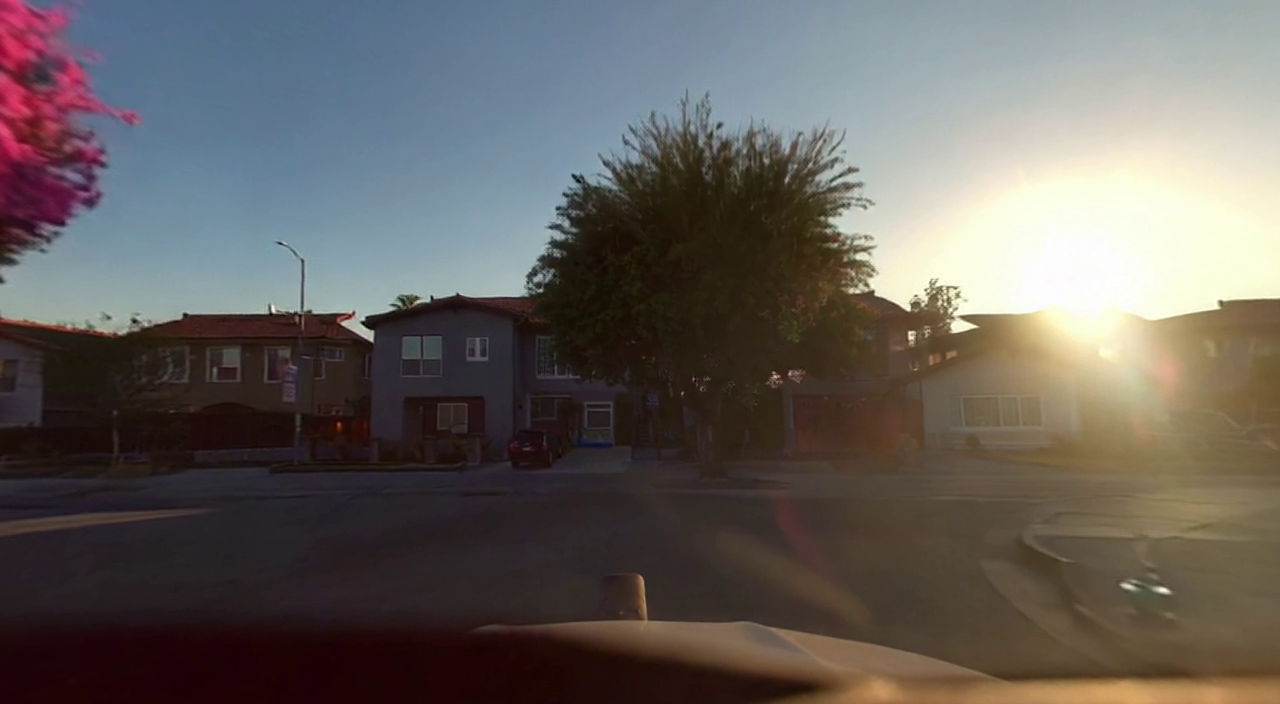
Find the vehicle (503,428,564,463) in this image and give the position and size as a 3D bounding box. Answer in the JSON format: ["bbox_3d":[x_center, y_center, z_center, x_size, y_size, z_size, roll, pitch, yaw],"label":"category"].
[{"bbox_3d":[-4.792,4.320,29.032,1.968,1.491,4.486,0,-9,1],"label":"vehicle"}]
